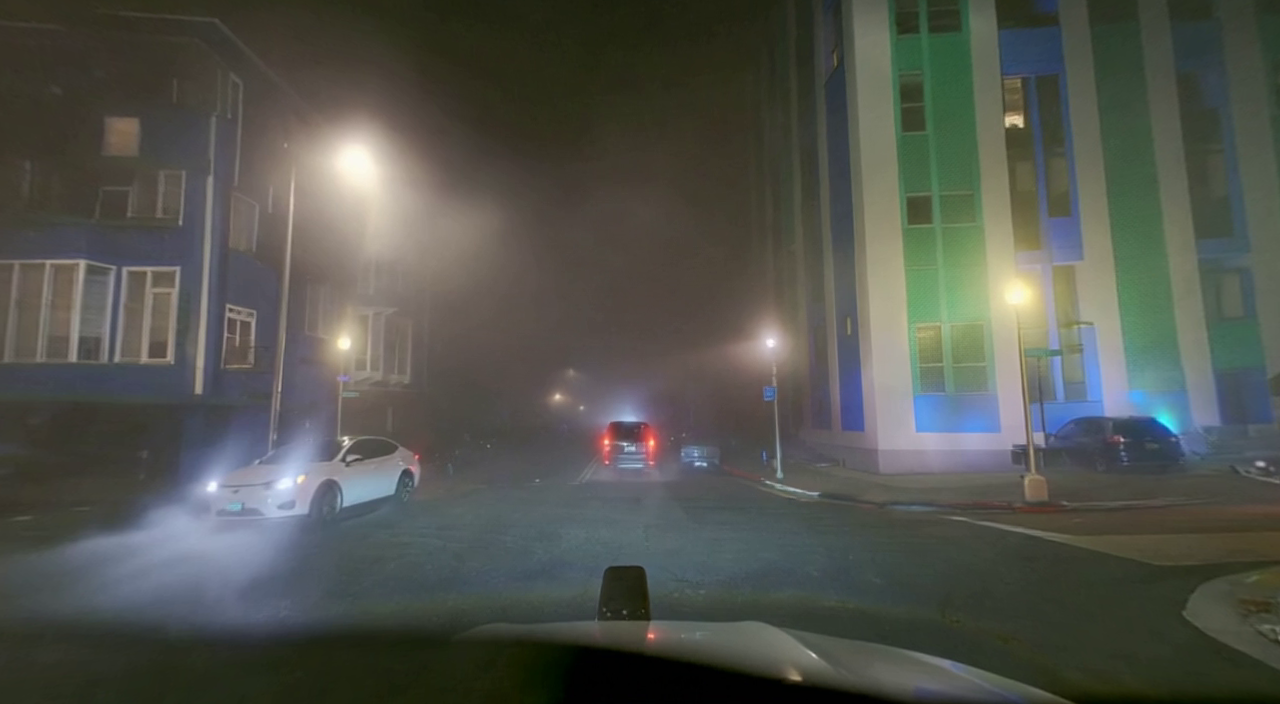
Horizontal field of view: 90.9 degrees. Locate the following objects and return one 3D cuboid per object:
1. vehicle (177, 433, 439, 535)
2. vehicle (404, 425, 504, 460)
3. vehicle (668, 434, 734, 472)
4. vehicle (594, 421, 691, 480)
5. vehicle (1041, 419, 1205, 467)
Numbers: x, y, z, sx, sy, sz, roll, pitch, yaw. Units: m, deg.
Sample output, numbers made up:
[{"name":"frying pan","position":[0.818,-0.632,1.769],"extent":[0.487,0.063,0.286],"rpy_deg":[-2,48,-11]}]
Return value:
[{"name":"vehicle","position":[-5.638,2.301,11.736],"extent":[2.226,1.465,5.034],"rpy_deg":[0,-8,-1]},{"name":"vehicle","position":[-11.443,5.591,38.871],"extent":[5.540,1.950,2.113],"rpy_deg":[4,-12,-28]},{"name":"vehicle","position":[2.476,4.281,26.892],"extent":[2.290,1.456,4.503],"rpy_deg":[0,-8,-1]},{"name":"vehicle","position":[-0.063,3.440,22.163],"extent":[2.412,1.834,4.636],"rpy_deg":[2,-9,-13]},{"name":"vehicle","position":[15.317,2.916,20.146],"extent":[3.752,1.453,1.709],"rpy_deg":[0,-9,2]}]
